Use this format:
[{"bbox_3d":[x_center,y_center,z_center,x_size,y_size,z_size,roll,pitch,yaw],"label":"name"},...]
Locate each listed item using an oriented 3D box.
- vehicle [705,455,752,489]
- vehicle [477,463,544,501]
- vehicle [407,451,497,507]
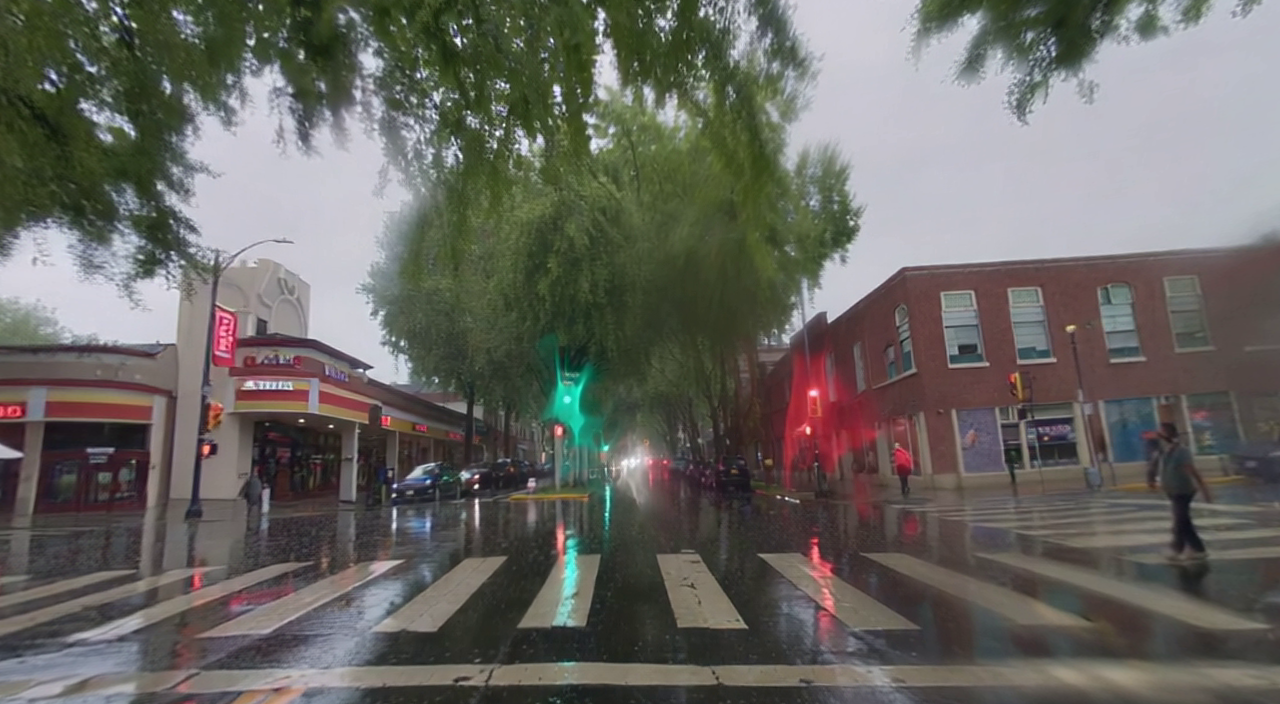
[{"bbox_3d":[5.201,7.104,37.715,2.010,1.844,4.386,0,-8,-2],"label":"vehicle"},{"bbox_3d":[-5.755,5.830,28.629,1.983,1.438,4.559,0,-8,1],"label":"vehicle"},{"bbox_3d":[-8.802,5.944,30.304,2.489,2.323,5.843,0,-8,1],"label":"vehicle"}]
